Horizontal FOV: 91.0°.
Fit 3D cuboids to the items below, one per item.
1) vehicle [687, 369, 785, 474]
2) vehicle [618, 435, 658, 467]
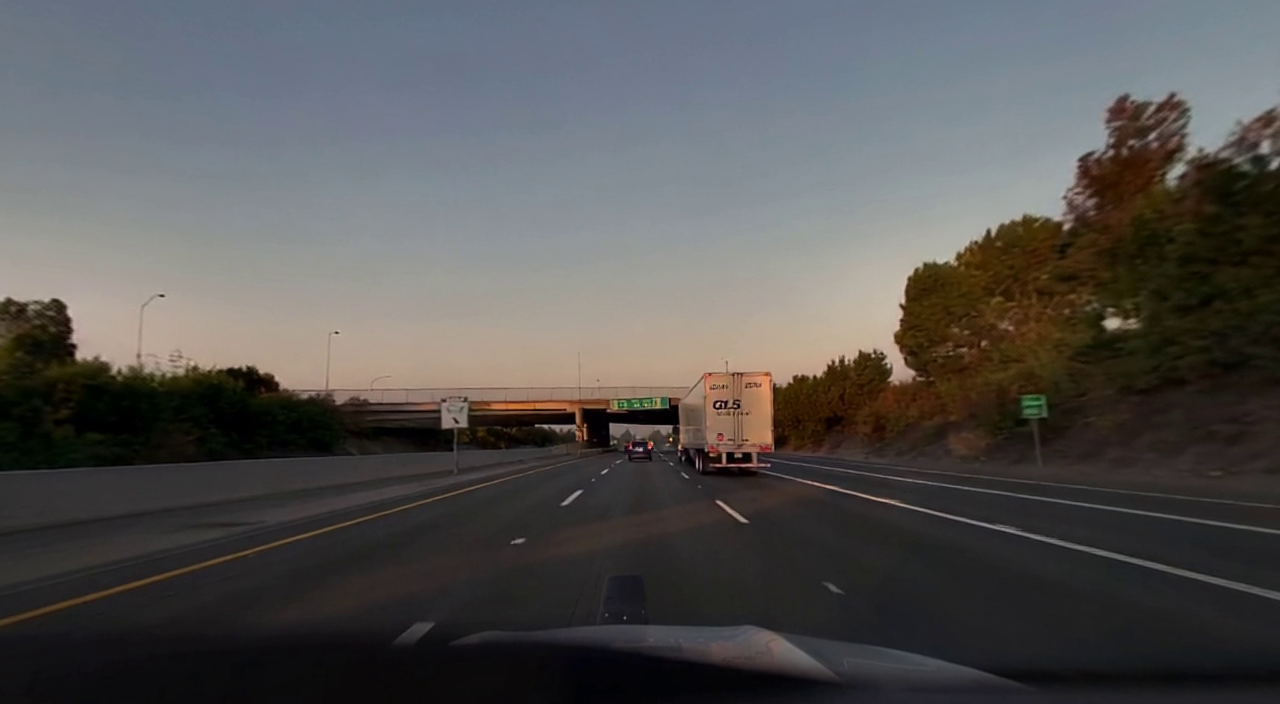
[{"bbox_3d":[4.089,3.415,29.683,3.014,4.068,10.359,0,-8,0],"label":"vehicle"},{"bbox_3d":[-0.106,5.436,34.844,2.050,1.654,4.192,0,-8,0],"label":"vehicle"}]
